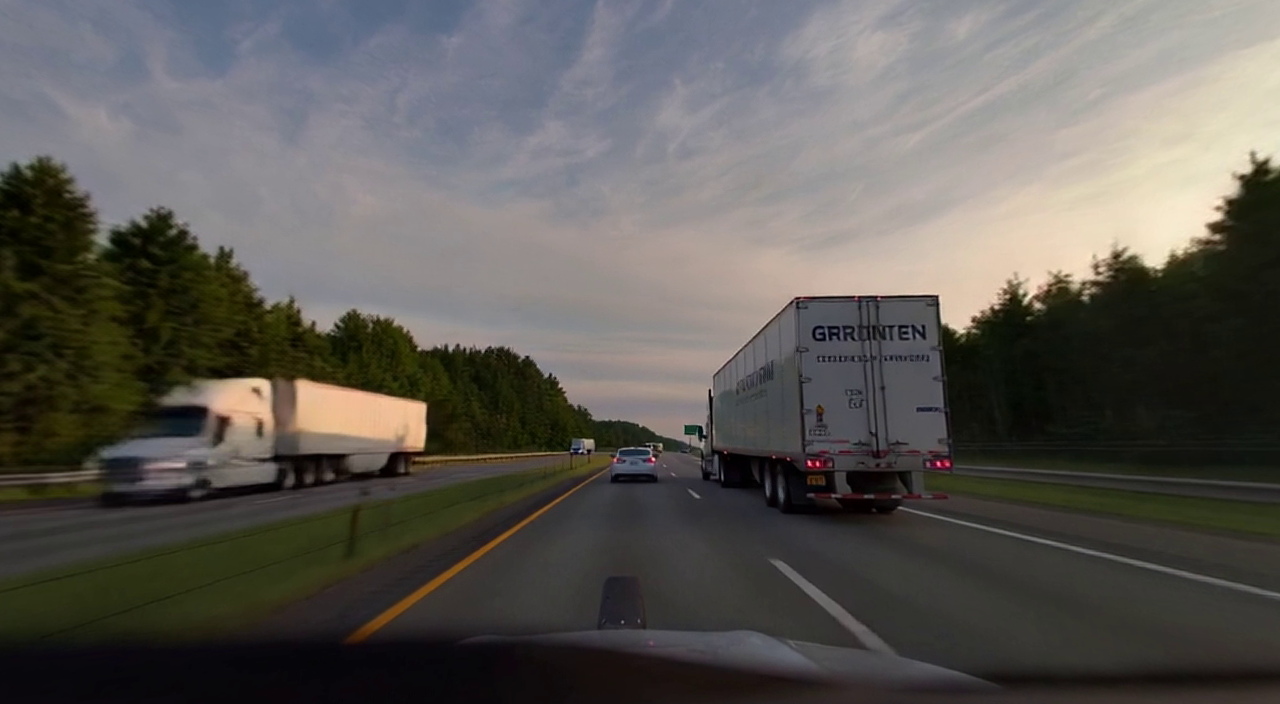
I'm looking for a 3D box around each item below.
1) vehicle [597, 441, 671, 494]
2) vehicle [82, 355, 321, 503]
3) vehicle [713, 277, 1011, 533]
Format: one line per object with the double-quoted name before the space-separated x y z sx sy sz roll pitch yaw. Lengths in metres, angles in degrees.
"vehicle" -0.161 3.601 19.852 2.074 1.475 3.960 0 -9 0
"vehicle" -13.066 2.482 19.626 3.028 3.921 5.723 0 -9 1
"vehicle" 4.292 1.930 17.162 2.909 4.074 14.457 0 -9 0
